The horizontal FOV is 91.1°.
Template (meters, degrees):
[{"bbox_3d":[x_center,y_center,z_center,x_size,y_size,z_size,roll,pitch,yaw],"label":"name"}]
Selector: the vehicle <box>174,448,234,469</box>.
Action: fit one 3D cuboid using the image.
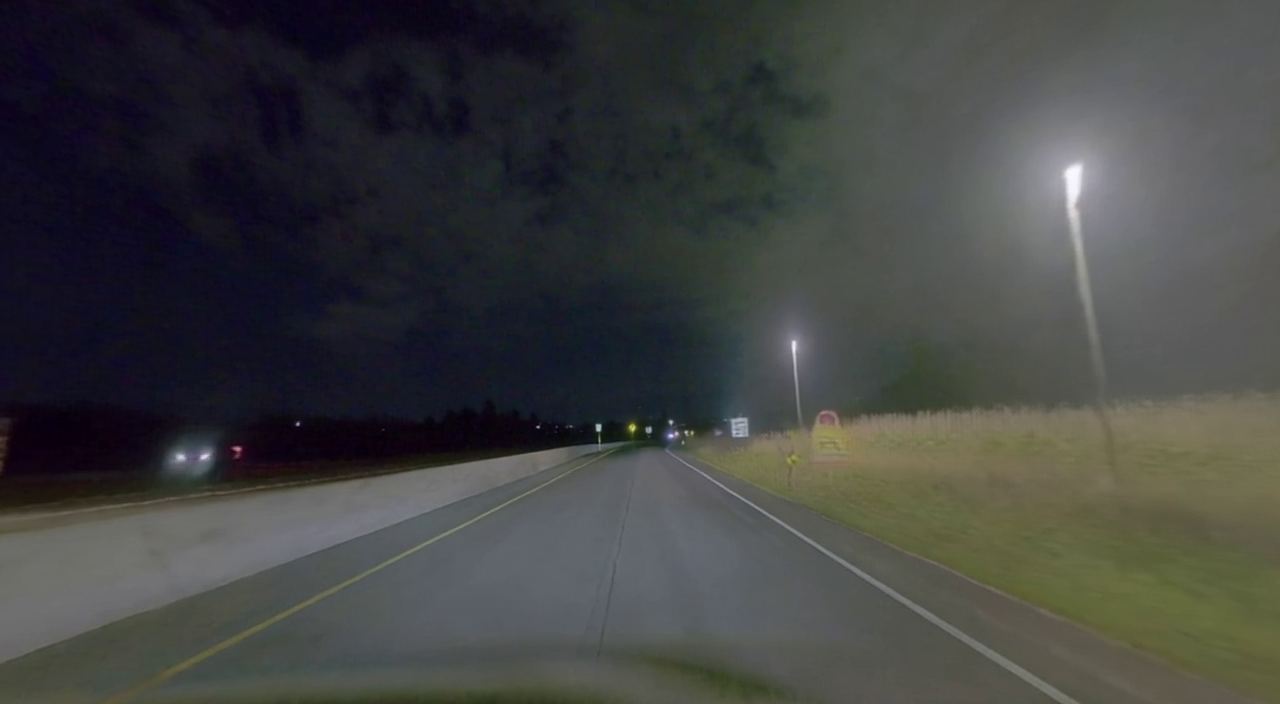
[{"bbox_3d":[-33.140,8.082,47.856,1.778,1.482,3.819,0,-8,1],"label":"vehicle"}]
